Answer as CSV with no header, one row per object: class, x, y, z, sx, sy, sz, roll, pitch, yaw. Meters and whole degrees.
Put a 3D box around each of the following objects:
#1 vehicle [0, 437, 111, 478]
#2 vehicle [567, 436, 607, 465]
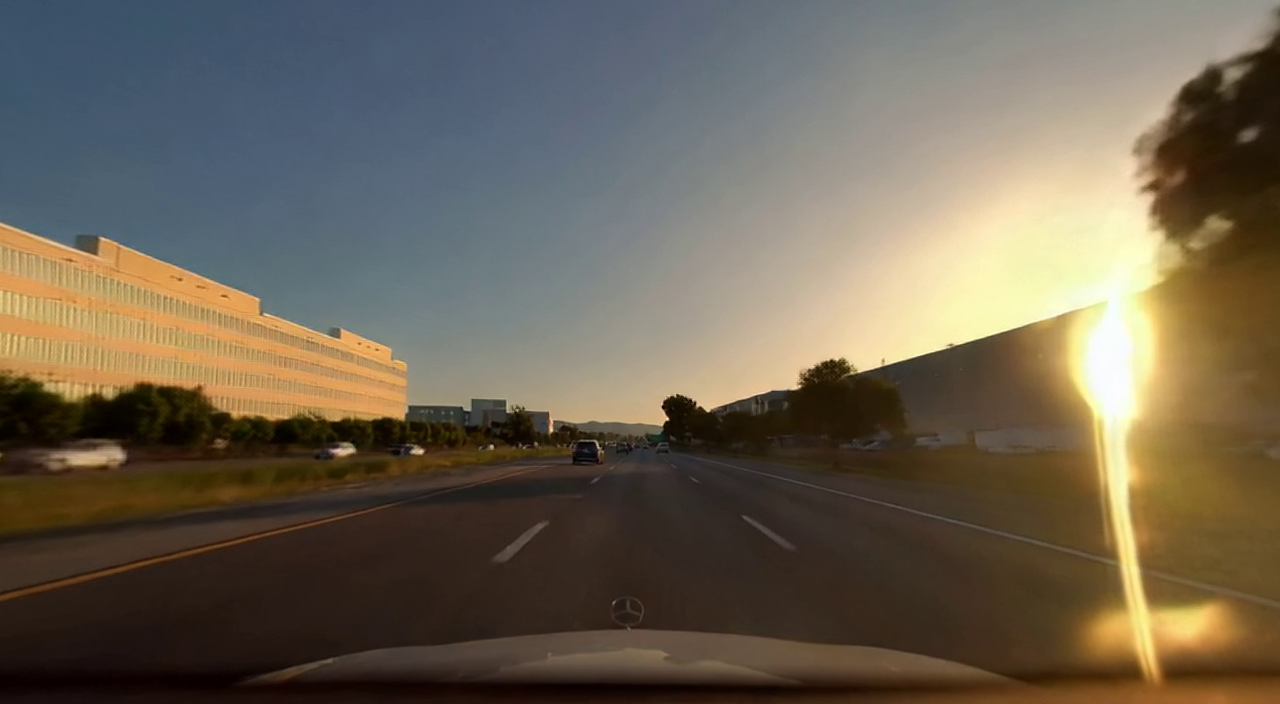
vehicle,-28.202,4.947,29.855,1.975,1.771,4.906,0,-8,1
vehicle,-3.570,6.751,43.382,2.218,1.850,4.774,0,-8,1
